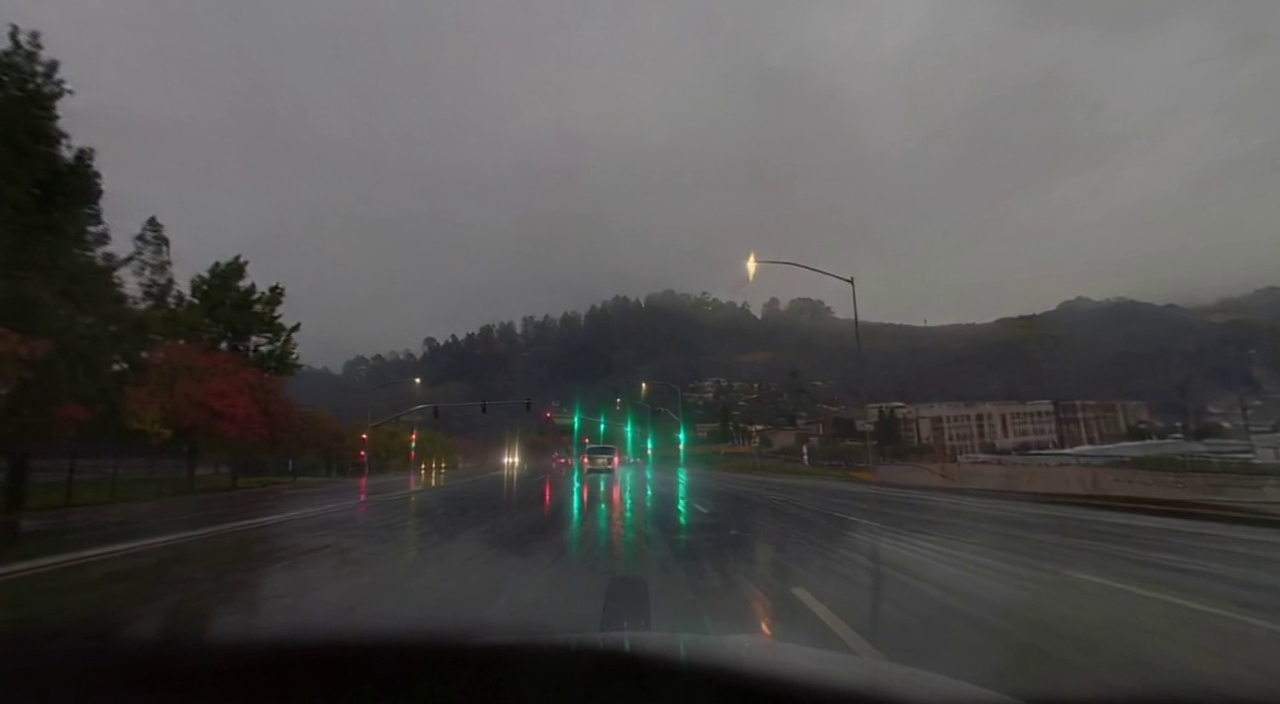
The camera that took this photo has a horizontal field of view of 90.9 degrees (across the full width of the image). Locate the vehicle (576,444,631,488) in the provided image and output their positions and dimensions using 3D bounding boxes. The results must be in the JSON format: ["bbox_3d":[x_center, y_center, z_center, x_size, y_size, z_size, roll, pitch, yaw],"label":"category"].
[{"bbox_3d":[-1.680,5.037,28.208,2.253,1.756,4.313,1,-9,-5],"label":"vehicle"}]
